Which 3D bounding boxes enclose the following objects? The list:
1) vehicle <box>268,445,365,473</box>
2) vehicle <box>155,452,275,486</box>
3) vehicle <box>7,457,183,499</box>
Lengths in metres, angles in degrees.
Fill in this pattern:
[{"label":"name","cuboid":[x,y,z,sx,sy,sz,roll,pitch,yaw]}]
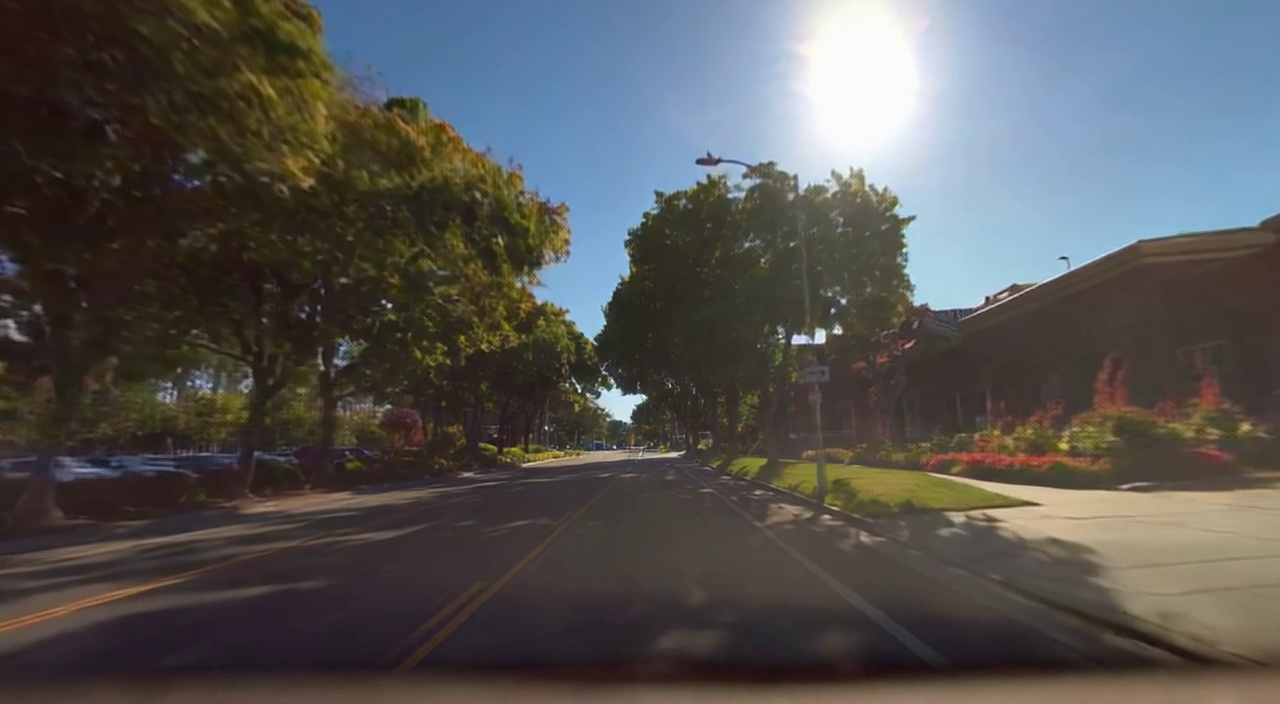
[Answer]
[{"label":"vehicle","cuboid":[-18.909,6.256,37.018,4.606,1.544,1.965,0,-9,0]},{"label":"vehicle","cuboid":[-19.199,5.278,28.619,4.005,1.433,1.953,0,-9,0]},{"label":"vehicle","cuboid":[-19.652,4.537,22.901,4.567,1.402,1.910,0,-9,0]}]
